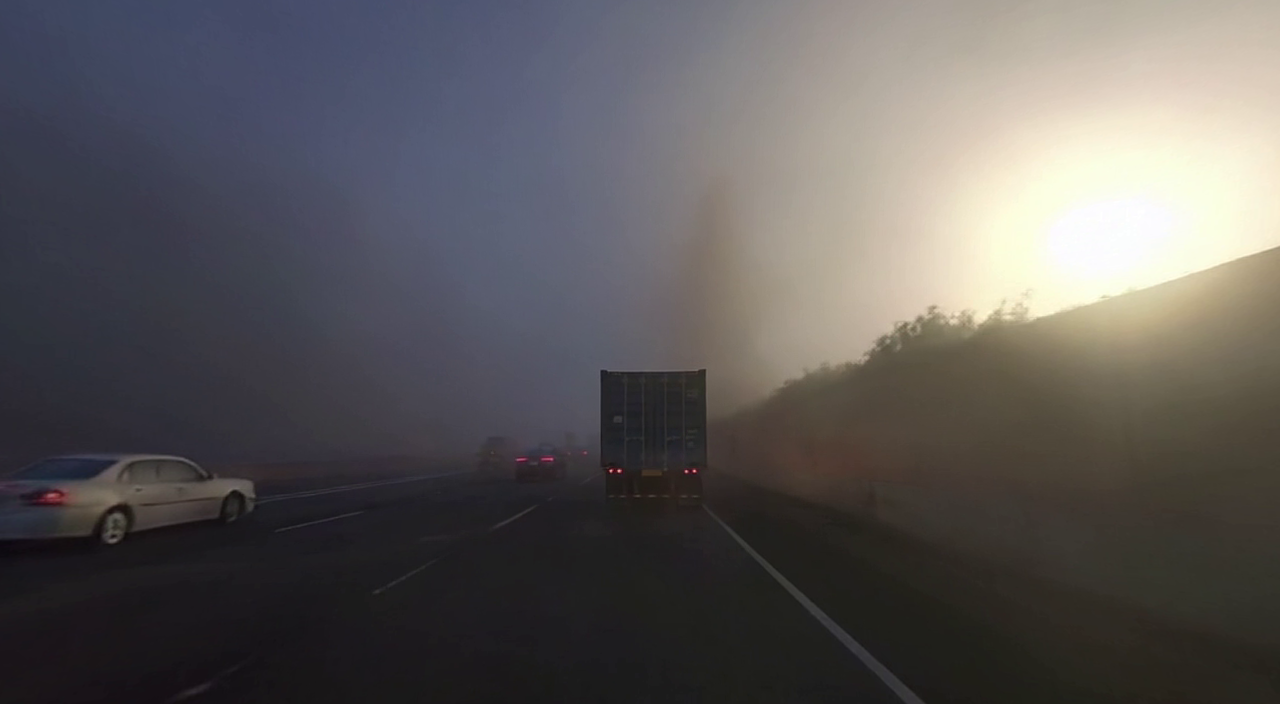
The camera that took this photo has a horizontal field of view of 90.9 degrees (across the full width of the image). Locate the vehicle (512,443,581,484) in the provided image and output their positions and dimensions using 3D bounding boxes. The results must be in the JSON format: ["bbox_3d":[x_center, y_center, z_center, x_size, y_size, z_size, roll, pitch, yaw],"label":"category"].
[{"bbox_3d":[-3.624,4.391,25.229,1.974,1.475,4.538,0,-8,1],"label":"vehicle"}]

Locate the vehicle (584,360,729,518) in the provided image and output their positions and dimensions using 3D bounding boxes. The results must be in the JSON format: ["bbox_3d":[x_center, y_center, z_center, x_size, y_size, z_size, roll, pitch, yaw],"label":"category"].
[{"bbox_3d":[0.351,2.290,16.550,2.798,3.071,8.412,0,-8,1],"label":"vehicle"}]

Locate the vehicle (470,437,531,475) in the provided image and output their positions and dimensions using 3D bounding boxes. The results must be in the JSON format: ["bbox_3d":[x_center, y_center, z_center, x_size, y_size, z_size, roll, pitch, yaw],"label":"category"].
[{"bbox_3d":[-7.468,5.635,34.430,2.164,1.874,5.004,0,-8,0],"label":"vehicle"}]

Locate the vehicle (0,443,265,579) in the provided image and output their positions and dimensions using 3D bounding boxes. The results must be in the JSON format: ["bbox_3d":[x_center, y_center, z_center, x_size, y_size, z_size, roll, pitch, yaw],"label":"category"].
[{"bbox_3d":[-7.884,2.056,9.088,2.006,1.458,4.700,0,-8,1],"label":"vehicle"}]
